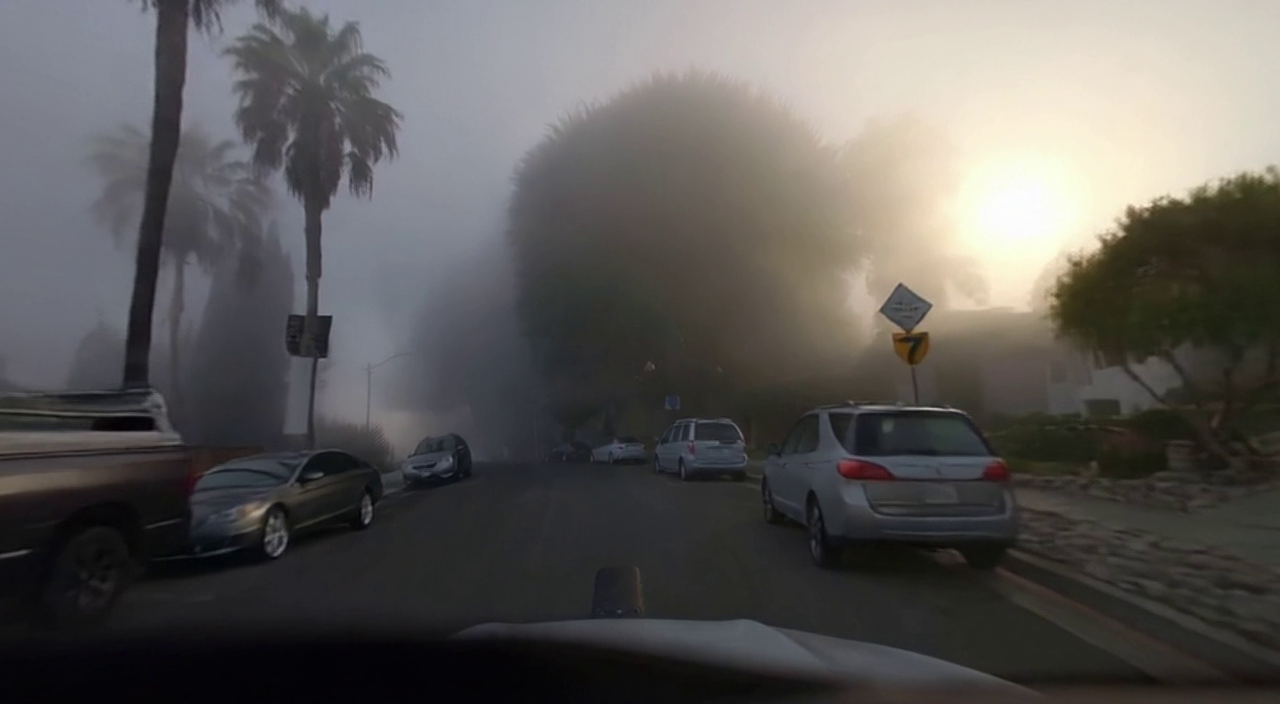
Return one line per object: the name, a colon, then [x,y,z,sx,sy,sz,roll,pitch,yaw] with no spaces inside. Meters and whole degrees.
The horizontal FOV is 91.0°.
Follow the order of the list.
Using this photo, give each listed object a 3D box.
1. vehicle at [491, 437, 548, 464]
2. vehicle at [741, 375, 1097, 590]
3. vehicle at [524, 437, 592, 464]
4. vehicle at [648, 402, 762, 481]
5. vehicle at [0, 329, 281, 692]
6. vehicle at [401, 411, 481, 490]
vehicle: [-8.276,6.718,42.966,1.918,1.753,4.655,6,-10,-37]
vehicle: [2.519,1.343,7.235,2.076,1.658,4.604,0,-8,2]
vehicle: [-5.093,6.025,38.536,2.108,1.503,4.977,5,-10,-33]
vehicle: [1.716,2.659,18.657,2.139,1.997,4.864,1,-8,-9]
vehicle: [-5.249,0.878,3.237,2.624,2.178,6.522,-1,-8,4]
vehicle: [-7.425,3.714,23.803,2.337,2.289,6.092,-6,-7,-17]
